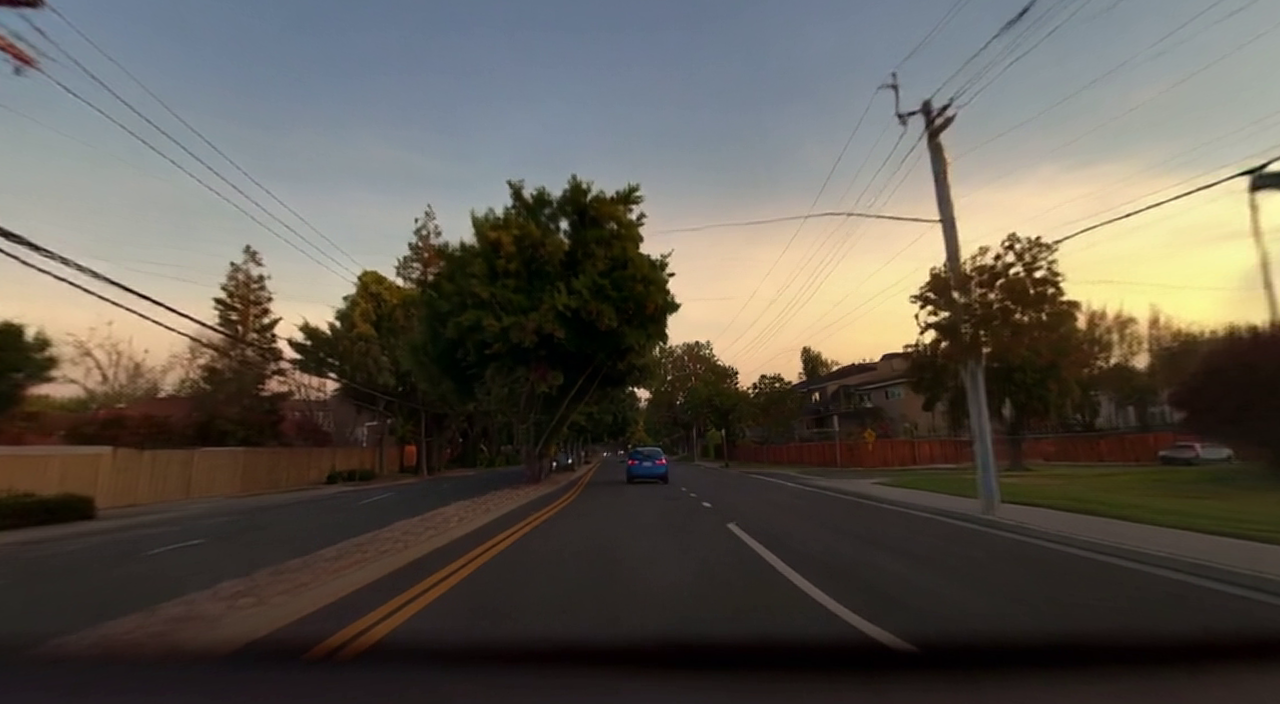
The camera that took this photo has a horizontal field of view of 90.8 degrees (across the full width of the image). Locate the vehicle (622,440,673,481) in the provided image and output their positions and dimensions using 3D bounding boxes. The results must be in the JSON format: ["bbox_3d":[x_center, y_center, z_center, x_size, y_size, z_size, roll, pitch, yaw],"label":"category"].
[{"bbox_3d":[0.269,4.910,28.934,2.139,1.699,3.916,0,-8,-2],"label":"vehicle"}]

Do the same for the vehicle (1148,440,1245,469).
[{"bbox_3d":[36.337,6.697,41.345,4.461,1.828,2.165,1,-8,-6],"label":"vehicle"}]
